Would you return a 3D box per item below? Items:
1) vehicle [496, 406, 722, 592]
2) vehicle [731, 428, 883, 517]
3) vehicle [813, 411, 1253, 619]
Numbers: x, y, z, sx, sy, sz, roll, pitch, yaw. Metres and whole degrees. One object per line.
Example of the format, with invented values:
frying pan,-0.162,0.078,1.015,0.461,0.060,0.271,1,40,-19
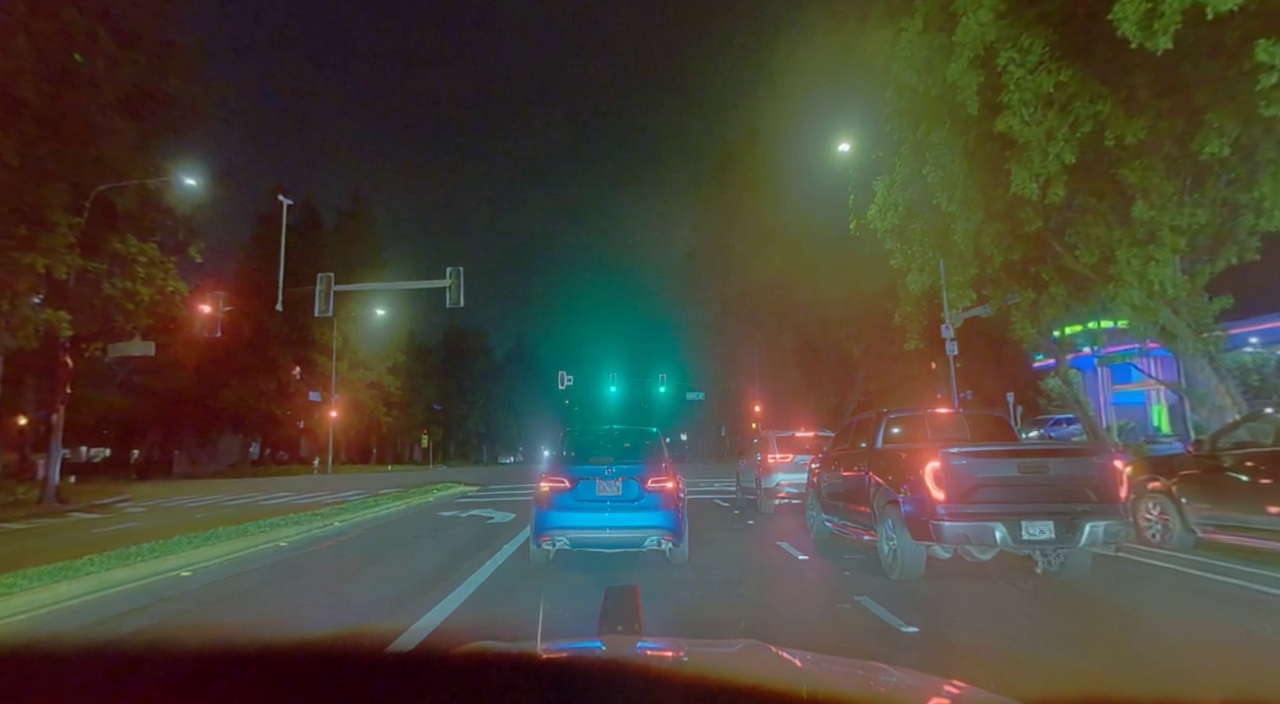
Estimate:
vehicle,-0.274,1.608,7.646,2.037,1.674,3.693,0,-8,0
vehicle,3.376,2.529,13.780,2.031,1.626,4.264,0,-8,-1
vehicle,3.600,1.568,7.118,1.955,1.550,4.587,0,-8,-1
